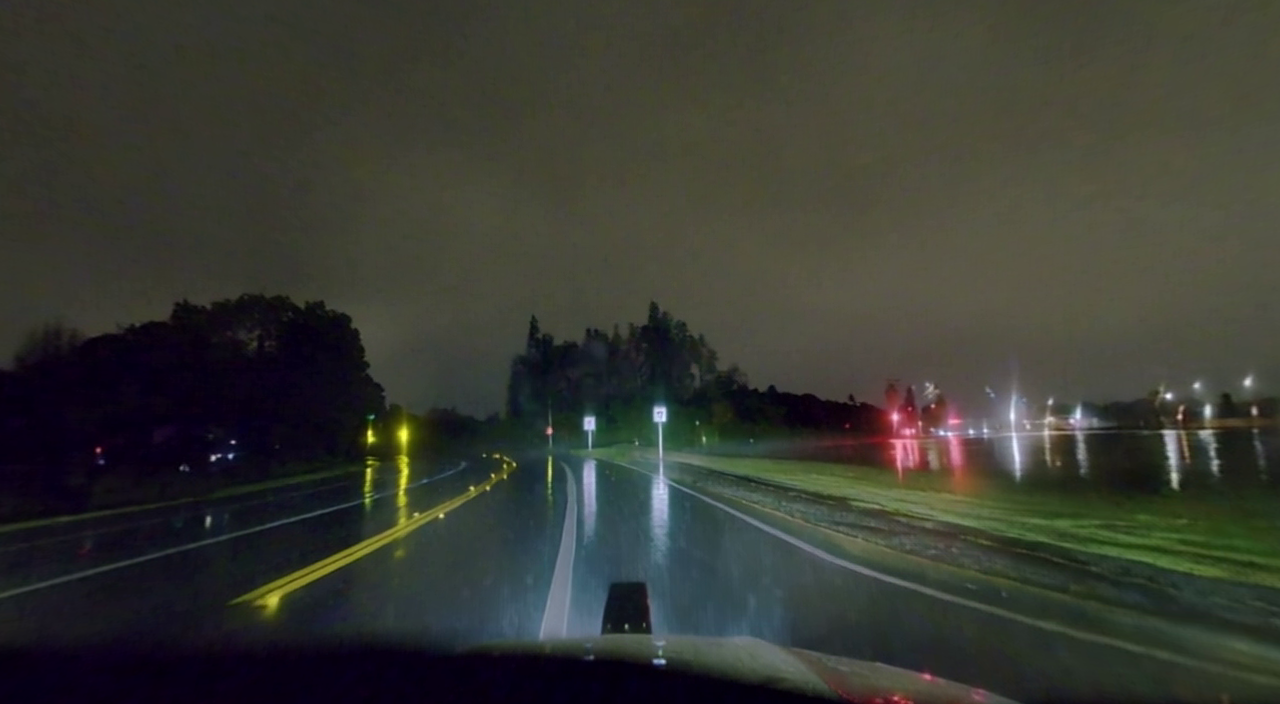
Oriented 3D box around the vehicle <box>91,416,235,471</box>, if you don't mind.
[{"bbox_3d":[-18.708,3.605,24.769,4.699,1.996,2.116,-3,-9,19],"label":"vehicle"}]
